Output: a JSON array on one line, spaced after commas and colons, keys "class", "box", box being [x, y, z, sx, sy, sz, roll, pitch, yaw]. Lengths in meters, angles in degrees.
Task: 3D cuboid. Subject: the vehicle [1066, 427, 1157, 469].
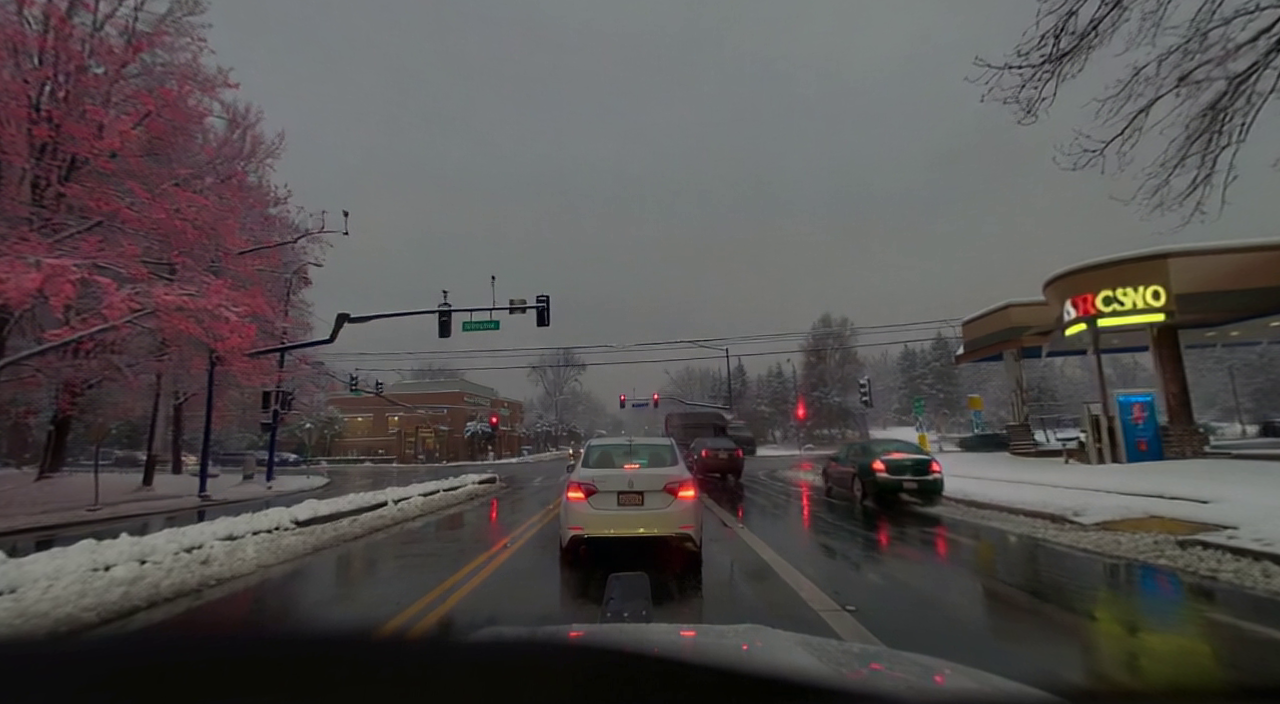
[{"class": "vehicle", "box": [18.547, 3.738, 24.707, 4.300, 1.495, 2.053, 8, -12, -44]}]

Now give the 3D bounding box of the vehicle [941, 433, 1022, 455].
[{"class": "vehicle", "box": [23.712, 6.409, 43.891, 4.458, 1.510, 1.947, -1, -8, 9]}]

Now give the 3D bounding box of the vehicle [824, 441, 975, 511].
[{"class": "vehicle", "box": [6.334, 3.039, 16.041, 1.942, 1.511, 4.390, 0, -8, 0]}]

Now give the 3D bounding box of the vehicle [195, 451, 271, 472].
[{"class": "vehicle", "box": [-30.144, 8.123, 46.755, 4.466, 1.438, 1.837, -1, -8, 5]}]

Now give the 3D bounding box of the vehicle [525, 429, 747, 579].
[{"class": "vehicle", "box": [-0.063, 1.822, 8.399, 2.213, 1.482, 4.057, 0, -8, -1]}]

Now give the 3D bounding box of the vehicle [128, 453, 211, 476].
[{"class": "vehicle", "box": [-32.935, 7.856, 44.149, 4.609, 1.465, 1.944, -2, -8, 10]}]
